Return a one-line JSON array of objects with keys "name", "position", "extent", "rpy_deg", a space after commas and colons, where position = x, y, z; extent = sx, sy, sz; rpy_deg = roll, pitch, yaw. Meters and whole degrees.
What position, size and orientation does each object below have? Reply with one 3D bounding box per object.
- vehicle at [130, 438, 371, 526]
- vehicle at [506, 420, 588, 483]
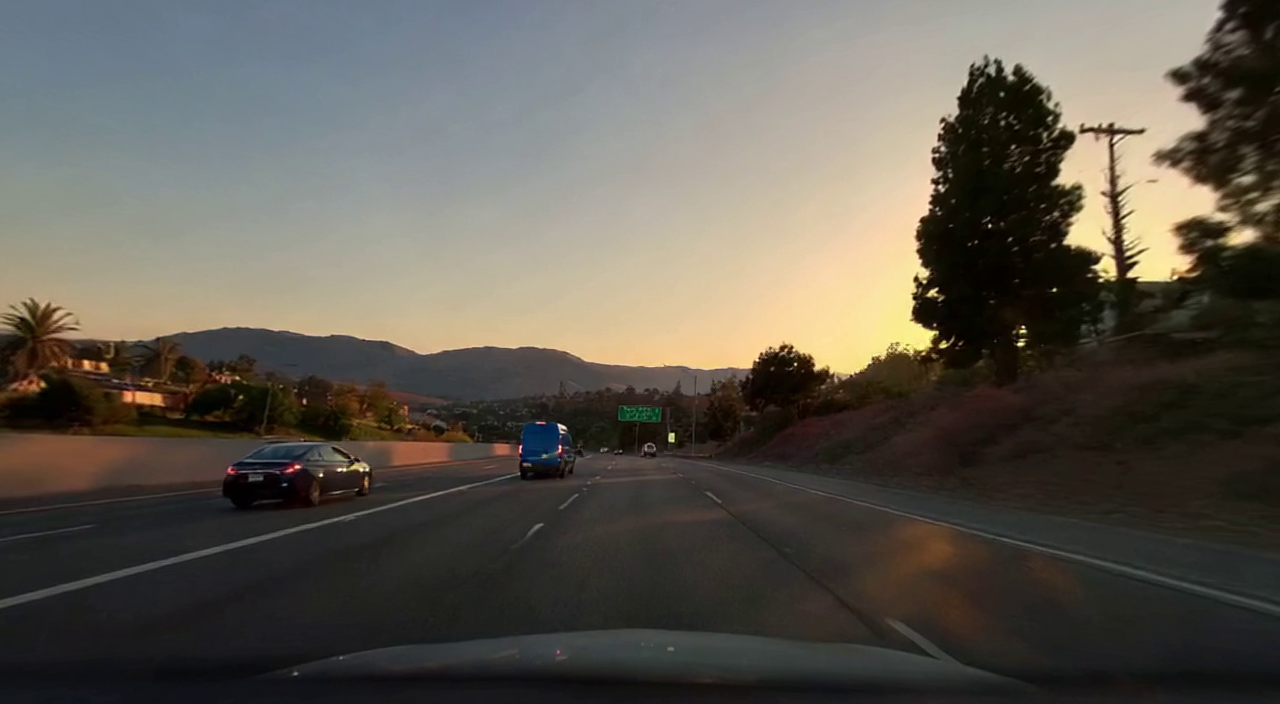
[{"name": "vehicle", "position": [-7.778, 2.611, 13.284], "extent": [1.987, 1.490, 4.781], "rpy_deg": [0, -9, 1]}, {"name": "vehicle", "position": [-3.569, 3.964, 25.259], "extent": [2.372, 2.248, 5.393], "rpy_deg": [0, -9, 1]}]
